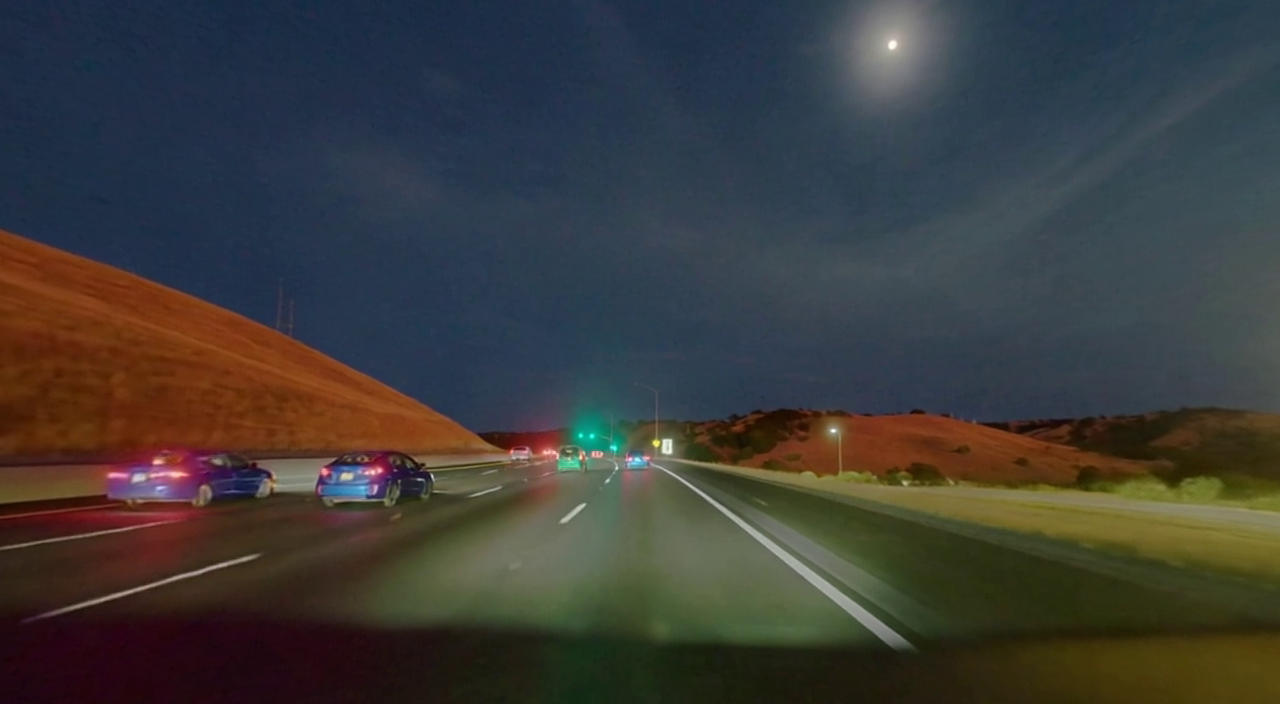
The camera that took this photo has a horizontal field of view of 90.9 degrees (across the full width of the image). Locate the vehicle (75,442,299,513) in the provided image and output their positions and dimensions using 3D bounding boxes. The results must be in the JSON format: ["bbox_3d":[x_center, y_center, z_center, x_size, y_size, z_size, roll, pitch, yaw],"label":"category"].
[{"bbox_3d":[-11.095,3.069,16.067,2.048,1.501,4.898,0,-8,0],"label":"vehicle"}]

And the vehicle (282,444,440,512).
[{"bbox_3d":[-6.799,3.080,15.980,1.991,1.441,4.265,0,-8,1],"label":"vehicle"}]

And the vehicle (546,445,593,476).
[{"bbox_3d":[-3.815,5.932,34.817,2.144,1.505,4.649,0,-8,-1],"label":"vehicle"}]

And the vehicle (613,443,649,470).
[{"bbox_3d":[-0.637,6.868,41.706,2.225,1.674,4.044,0,-8,-2],"label":"vehicle"}]
